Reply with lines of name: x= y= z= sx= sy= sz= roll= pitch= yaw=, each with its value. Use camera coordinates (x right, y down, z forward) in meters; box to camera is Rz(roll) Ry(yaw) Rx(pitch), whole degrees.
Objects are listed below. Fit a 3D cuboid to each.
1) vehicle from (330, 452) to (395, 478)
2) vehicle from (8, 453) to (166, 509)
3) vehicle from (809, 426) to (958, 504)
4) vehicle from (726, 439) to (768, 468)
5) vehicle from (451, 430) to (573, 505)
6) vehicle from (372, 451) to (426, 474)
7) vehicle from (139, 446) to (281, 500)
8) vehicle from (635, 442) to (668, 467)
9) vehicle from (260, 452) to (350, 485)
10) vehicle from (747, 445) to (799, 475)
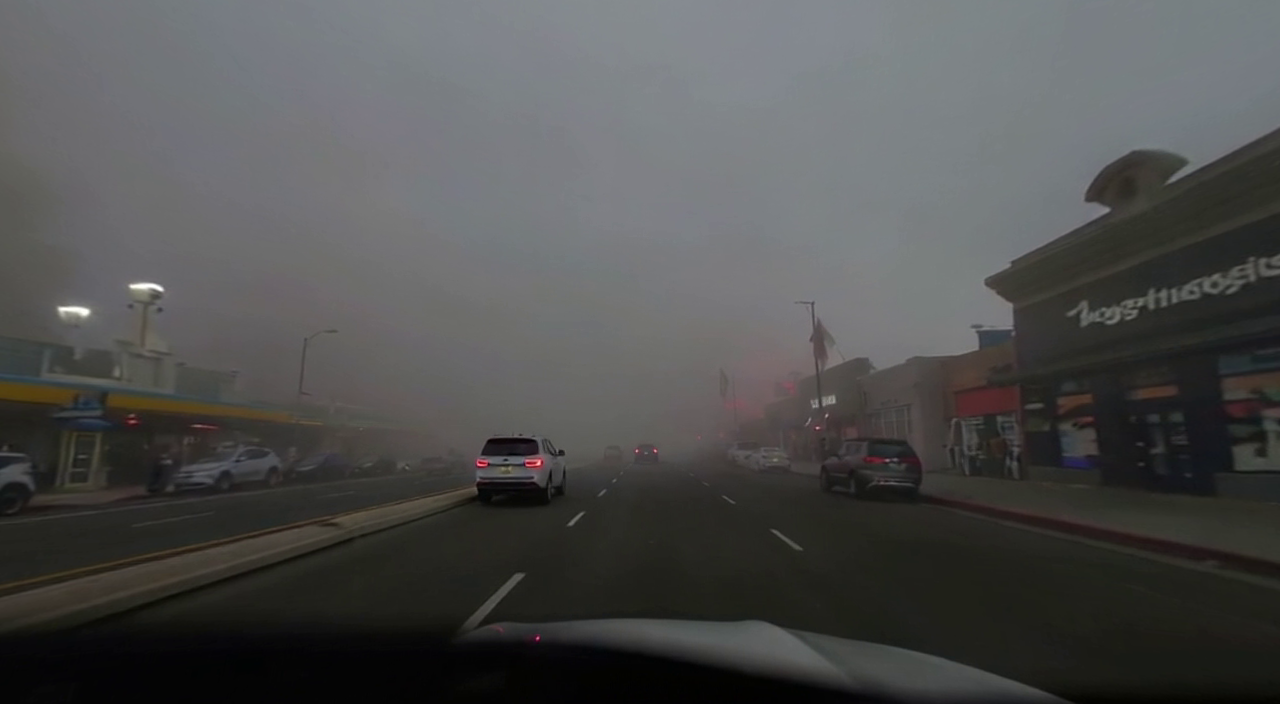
vehicle: x=-16.876 y=6.853 z=38.584 sx=1.788 sy=1.475 sz=4.737 roll=0 pitch=-9 yaw=0
vehicle: x=-17.219 y=4.002 z=19.877 sx=1.816 sy=1.564 sz=3.442 roll=0 pitch=-9 yaw=0
vehicle: x=6.533 y=3.101 z=17.703 sx=2.098 sy=1.845 sz=5.117 roll=0 pitch=-9 yaw=0
vehicle: x=7.232 y=6.930 z=43.069 sx=2.005 sy=1.858 sz=5.253 roll=0 pitch=-9 yaw=0
vehicle: x=-3.104 y=2.921 z=16.316 sx=2.049 sy=1.646 sz=4.445 roll=-1 pitch=-9 yaw=2
vehicle: x=-16.736 y=7.688 z=44.072 sx=1.800 sy=1.470 sz=4.548 roll=-1 pitch=-9 yaw=3
vehicle: x=-16.971 y=4.748 z=25.253 sx=2.293 sy=1.736 sz=4.871 roll=-2 pitch=-7 yaw=0
vehicle: x=0.689 y=6.675 z=41.129 sx=2.037 sy=1.484 sz=4.073 roll=0 pitch=-9 yaw=0
vehicle: x=-16.919 y=5.870 z=32.157 sx=1.984 sy=1.494 sz=4.815 roll=0 pitch=-9 yaw=0
vehicle: x=7.154 y=5.822 z=34.235 sx=1.871 sy=1.478 sz=4.272 roll=0 pitch=-9 yaw=0
